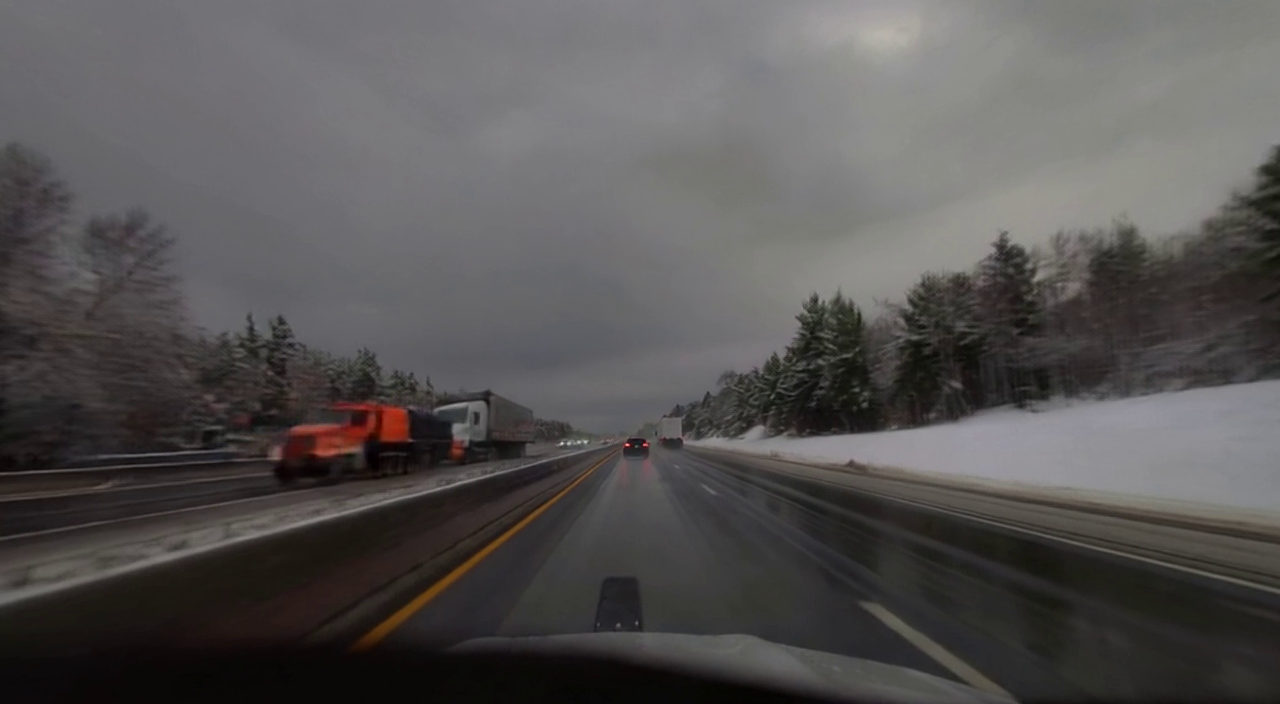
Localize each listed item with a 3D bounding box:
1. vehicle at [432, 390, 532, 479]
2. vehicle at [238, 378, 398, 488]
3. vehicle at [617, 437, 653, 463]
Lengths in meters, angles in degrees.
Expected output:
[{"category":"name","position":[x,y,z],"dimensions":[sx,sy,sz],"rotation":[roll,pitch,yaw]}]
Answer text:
[{"category":"vehicle","position":[-8.403,4.636,34.976],"dimensions":[3.129,4.014,10.246],"rotation":[-4,-8,-2]},{"category":"vehicle","position":[-12.611,3.299,25.372],"dimensions":[3.118,3.891,6.047],"rotation":[-1,-8,1]},{"category":"vehicle","position":[-0.337,5.789,37.234],"dimensions":[2.004,1.472,4.075],"rotation":[0,-8,-1]}]
